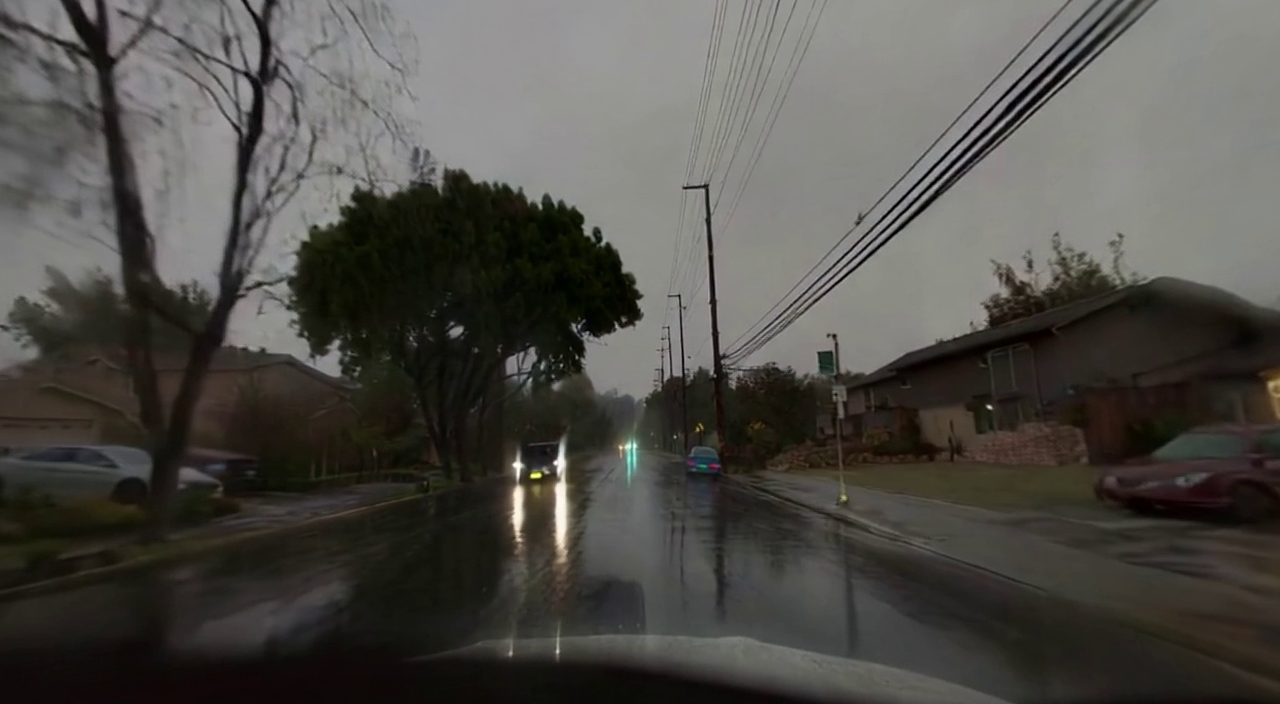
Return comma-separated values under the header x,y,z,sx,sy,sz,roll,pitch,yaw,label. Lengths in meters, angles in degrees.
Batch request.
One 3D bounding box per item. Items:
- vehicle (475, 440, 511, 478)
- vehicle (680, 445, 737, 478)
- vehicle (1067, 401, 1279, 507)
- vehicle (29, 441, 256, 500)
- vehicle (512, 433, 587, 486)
x,y,z,sx,sy,sz,roll,pitch,yaw,label
-10.913,7.922,47.308,1.961,2.498,8.179,-1,-8,-9,vehicle
3.208,5.233,30.578,1.944,1.439,4.500,1,-9,-4,vehicle
10.945,1.872,11.739,4.602,1.799,1.859,0,-8,-1,vehicle
-13.302,3.176,17.136,4.443,1.475,1.932,0,-9,-2,vehicle
-3.367,4.081,24.340,2.032,1.836,4.520,0,-9,2,vehicle
